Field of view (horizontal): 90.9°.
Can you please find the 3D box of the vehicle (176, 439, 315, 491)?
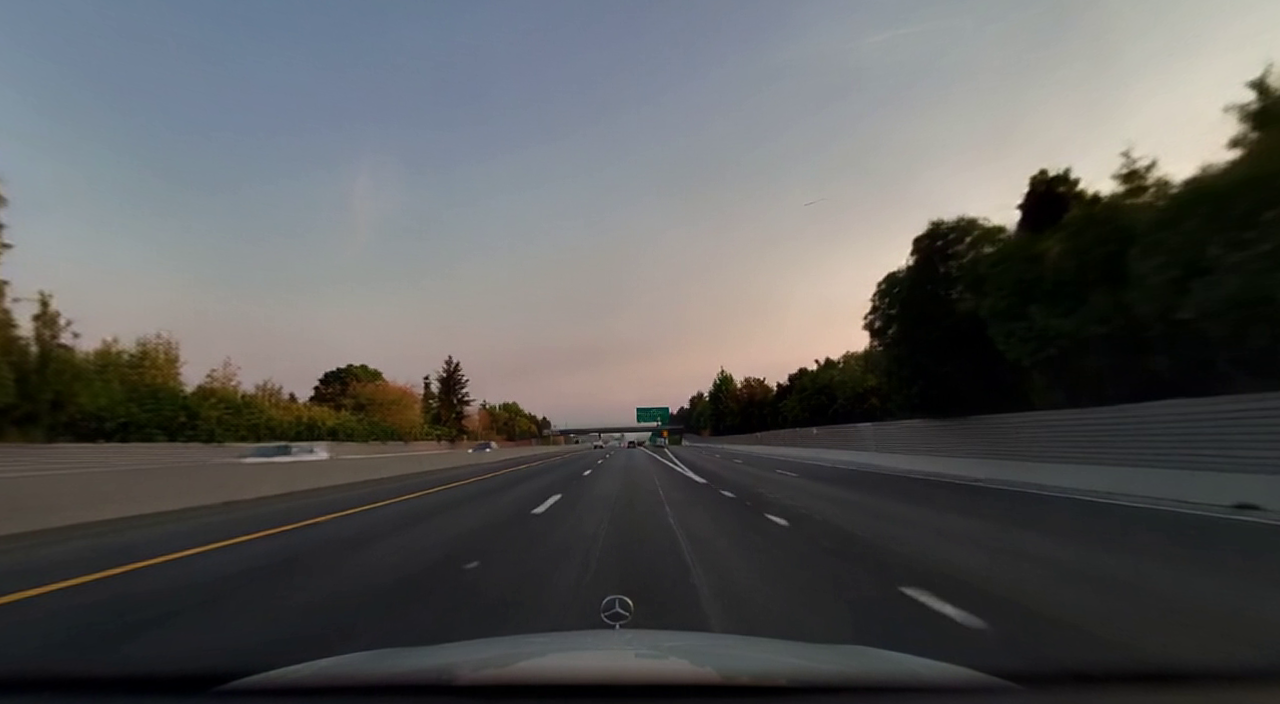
[{"bbox_3d":[-12.791,3.651,20.807,1.954,1.492,4.196,0,-8,-1],"label":"vehicle"}]
